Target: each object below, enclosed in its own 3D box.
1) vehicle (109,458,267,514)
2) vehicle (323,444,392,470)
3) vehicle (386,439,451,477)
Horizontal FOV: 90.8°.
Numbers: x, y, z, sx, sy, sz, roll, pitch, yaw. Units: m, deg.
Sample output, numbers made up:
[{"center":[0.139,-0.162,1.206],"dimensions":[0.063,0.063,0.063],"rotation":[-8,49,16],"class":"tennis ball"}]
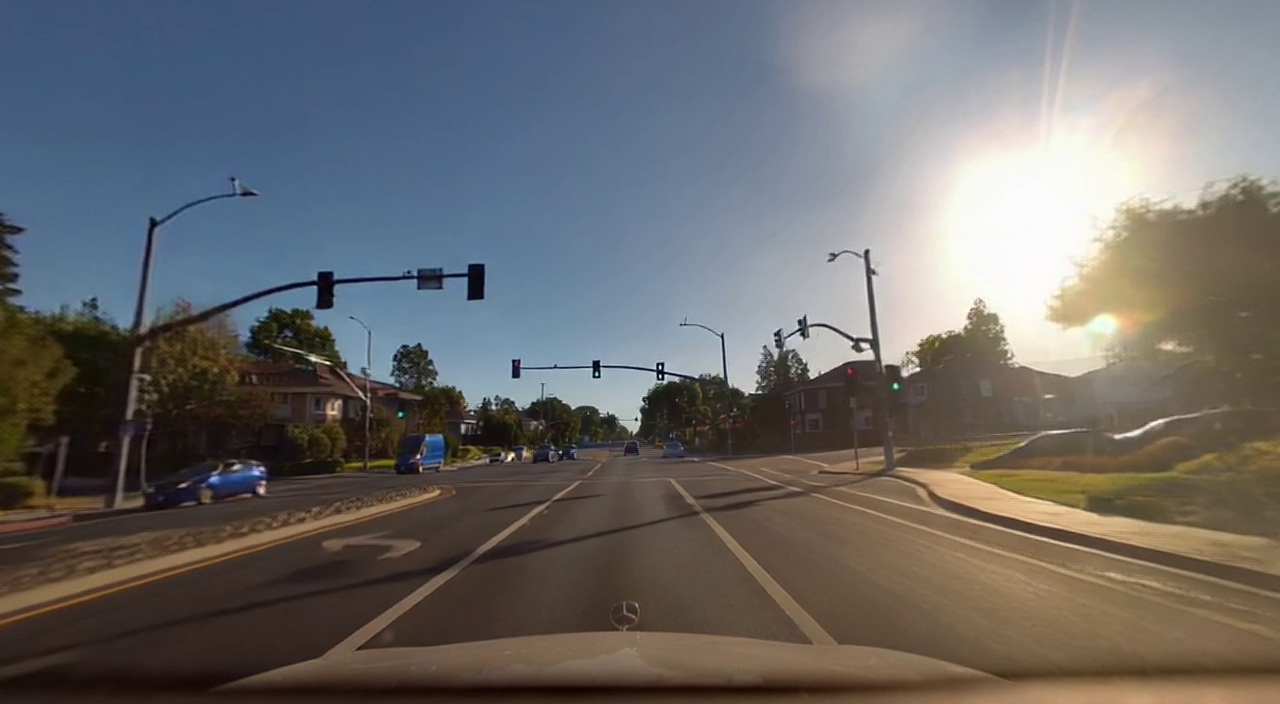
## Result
[{"center":[-14.081,4.154,20.050],"dimensions":[1.888,1.470,4.282],"rotation":[0,-8,-1],"class":"vehicle"},{"center":[-21.243,7.890,47.572],"dimensions":[4.323,1.678,1.890],"rotation":[-2,-7,-1],"class":"vehicle"},{"center":[-13.871,6.636,39.954],"dimensions":[2.346,2.217,5.290],"rotation":[0,-8,-2],"class":"vehicle"}]
